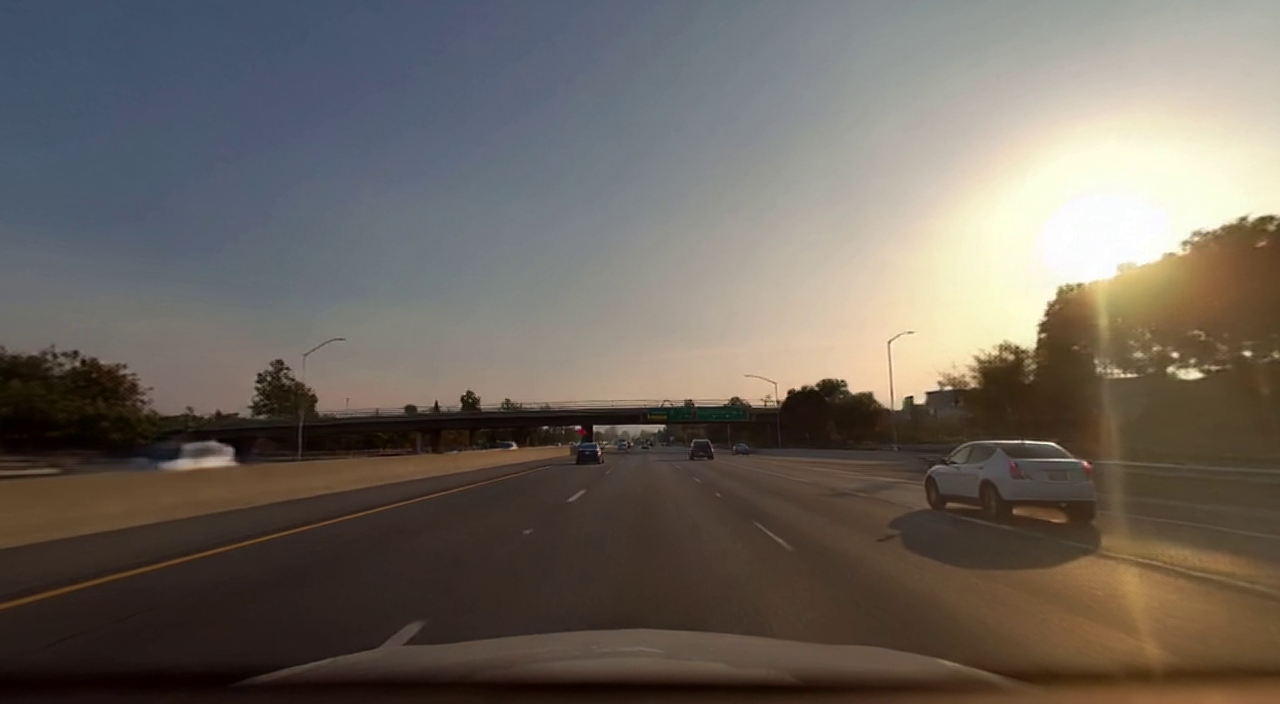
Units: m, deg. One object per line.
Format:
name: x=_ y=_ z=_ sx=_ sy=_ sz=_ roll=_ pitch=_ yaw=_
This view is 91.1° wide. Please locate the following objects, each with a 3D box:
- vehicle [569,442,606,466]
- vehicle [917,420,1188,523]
vehicle: x=-3.479 y=6.875 z=42.538 sx=2.055 sy=1.533 sz=4.604 roll=0 pitch=-8 yaw=1
vehicle: x=7.562 y=2.243 z=12.335 sx=2.032 sy=1.601 sz=4.863 roll=0 pitch=-8 yaw=0
